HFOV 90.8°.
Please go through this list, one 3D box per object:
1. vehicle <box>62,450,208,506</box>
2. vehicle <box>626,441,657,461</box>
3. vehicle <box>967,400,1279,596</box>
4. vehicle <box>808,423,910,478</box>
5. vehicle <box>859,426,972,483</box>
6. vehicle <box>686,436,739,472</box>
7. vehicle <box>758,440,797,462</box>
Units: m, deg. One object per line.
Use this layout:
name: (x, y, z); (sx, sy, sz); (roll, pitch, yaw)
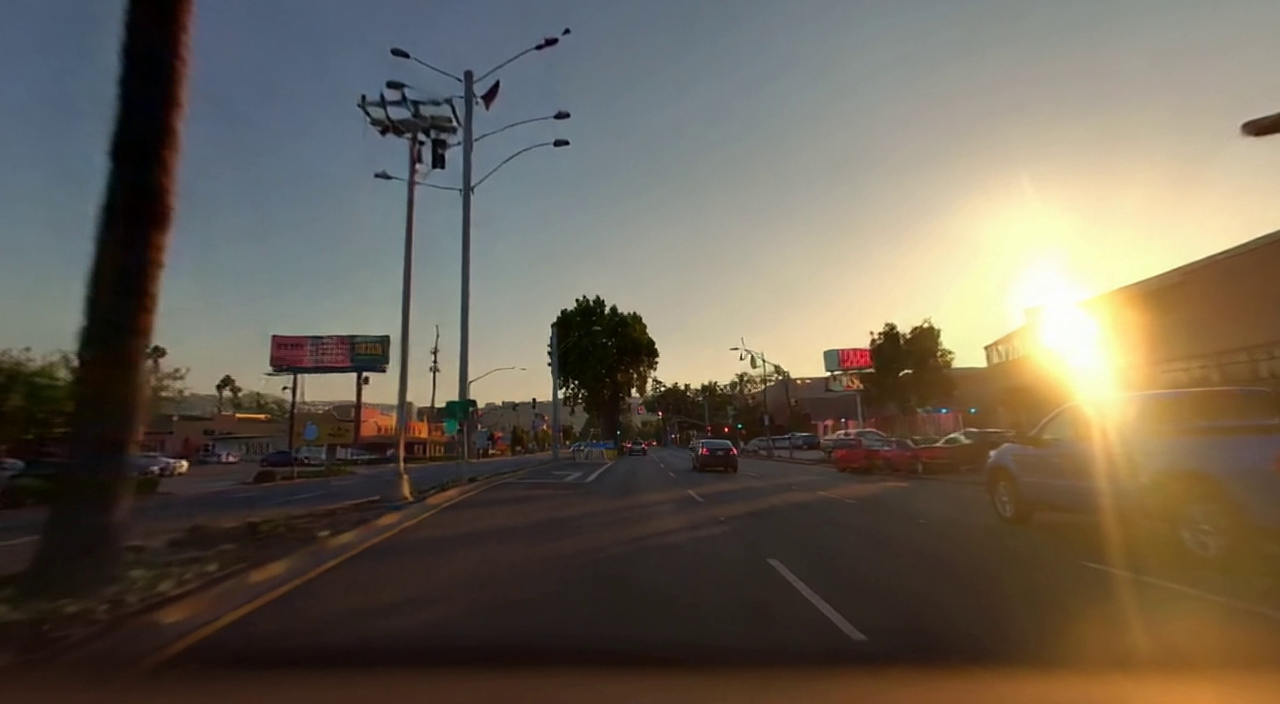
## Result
vehicle: (-18.921, 4.692, 23.989); (1.913, 1.679, 4.543); (-6, -8, -1)
vehicle: (0.115, 7.657, 49.138); (2.258, 1.468, 4.076); (0, -8, 0)
vehicle: (6.361, 1.528, 7.410); (2.140, 1.606, 5.437); (0, -8, 0)
vehicle: (10.269, 4.686, 30.420); (2.555, 2.184, 6.973); (4, -8, 1)
vehicle: (10.352, 3.890, 24.273); (1.963, 1.917, 5.116); (0, -8, 0)
vehicle: (3.293, 4.769, 29.607); (1.889, 1.541, 4.303); (0, -8, -1)
vehicle: (10.505, 7.587, 48.630); (1.965, 1.573, 4.308); (0, -8, -1)
